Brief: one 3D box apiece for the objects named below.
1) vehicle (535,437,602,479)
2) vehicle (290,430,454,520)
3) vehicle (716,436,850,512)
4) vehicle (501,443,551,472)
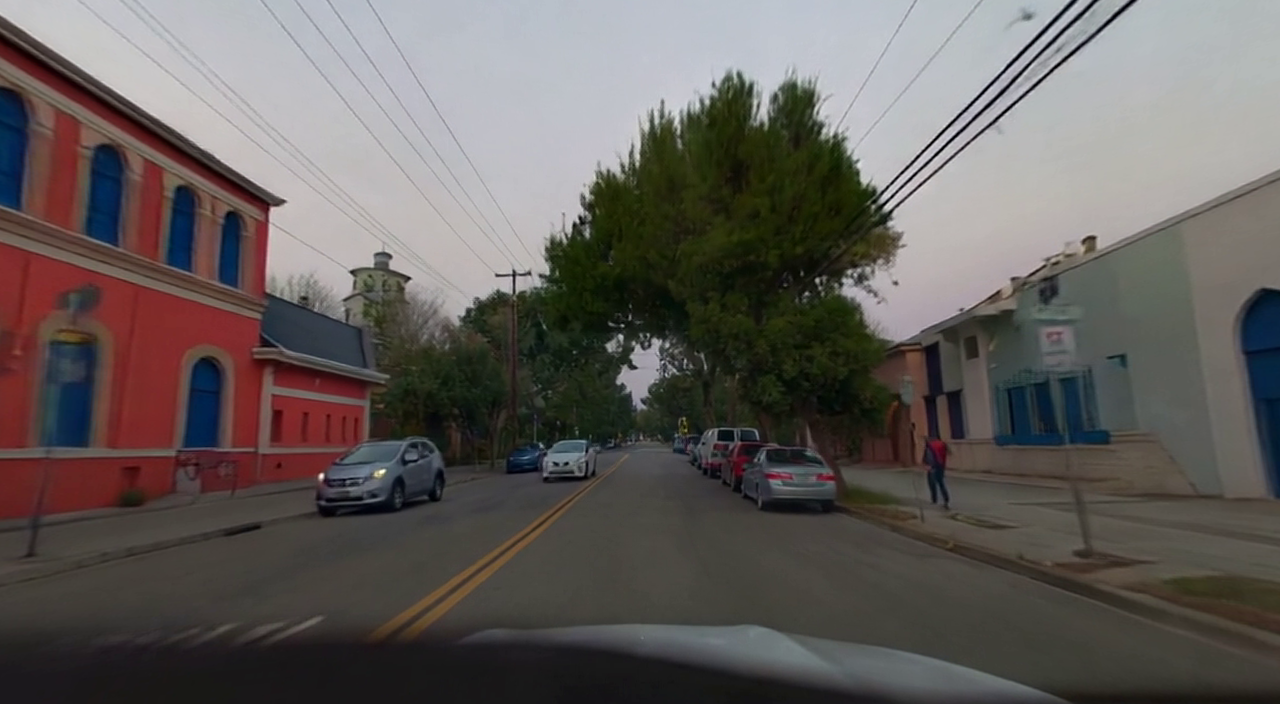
[{"bbox_3d":[-2.750,4.204,25.353,2.036,1.515,4.437,-1,-8,2],"label":"vehicle"},{"bbox_3d":[-6.351,2.894,15.601,2.140,1.746,4.385,-4,-7,0],"label":"vehicle"},{"bbox_3d":[3.098,2.734,14.749,1.966,1.471,4.552,0,-8,-1],"label":"vehicle"},{"bbox_3d":[-6.289,5.852,35.356,1.844,1.486,4.474,-1,-8,2],"label":"vehicle"}]
